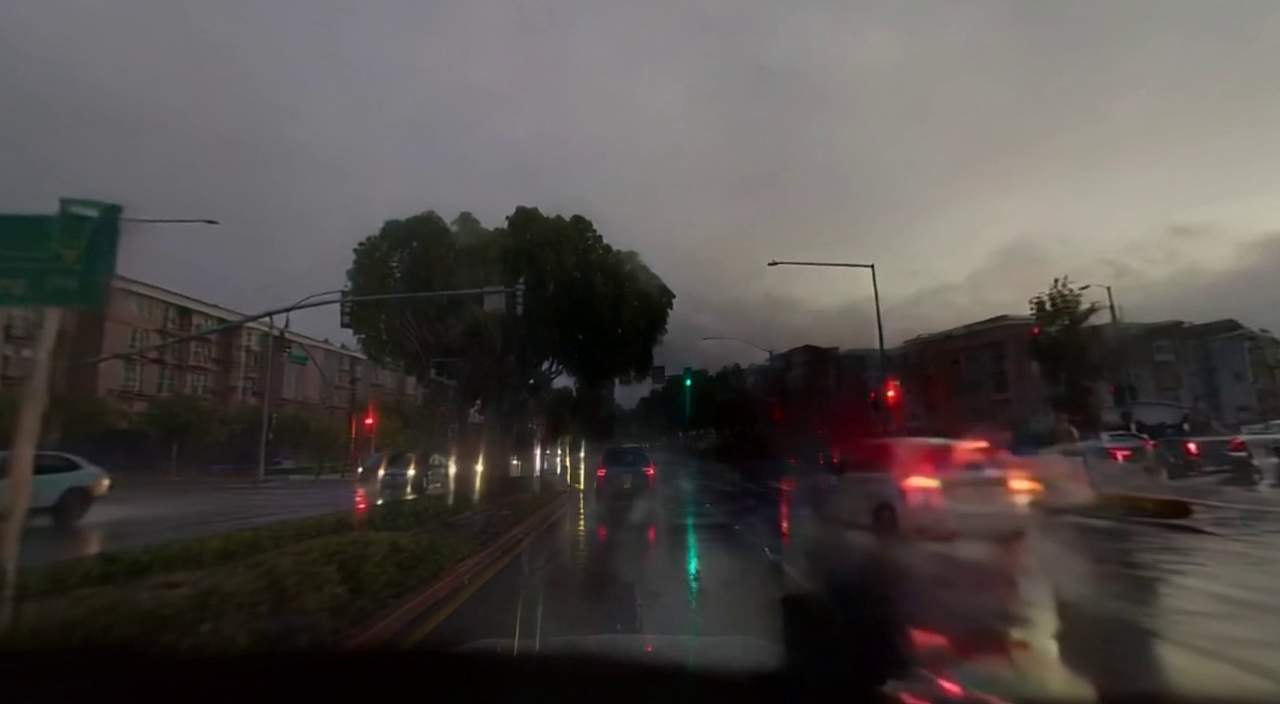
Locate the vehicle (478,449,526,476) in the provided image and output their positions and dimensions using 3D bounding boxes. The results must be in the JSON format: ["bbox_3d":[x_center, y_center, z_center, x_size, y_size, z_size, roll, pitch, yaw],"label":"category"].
[{"bbox_3d":[-8.594,6.919,39.654,1.966,1.571,4.479,0,-9,1],"label":"vehicle"}]

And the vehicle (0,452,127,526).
[{"bbox_3d":[-16.045,3.509,16.266,1.936,1.733,4.087,-3,-10,3],"label":"vehicle"}]

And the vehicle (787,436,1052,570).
[{"bbox_3d":[3.644,2.014,9.128,2.023,1.506,3.816,0,-9,-1],"label":"vehicle"}]

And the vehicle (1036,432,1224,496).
[{"bbox_3d":[13.062,2.997,17.159,1.887,1.504,3.898,0,-9,-1],"label":"vehicle"}]

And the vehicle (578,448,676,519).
[{"bbox_3d":[-0.306,3.034,15.128,2.010,1.447,4.121,0,-9,-1],"label":"vehicle"}]

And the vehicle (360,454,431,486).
[{"bbox_3d":[-12.385,5.975,32.157,1.904,1.475,4.068,0,-9,1],"label":"vehicle"}]
